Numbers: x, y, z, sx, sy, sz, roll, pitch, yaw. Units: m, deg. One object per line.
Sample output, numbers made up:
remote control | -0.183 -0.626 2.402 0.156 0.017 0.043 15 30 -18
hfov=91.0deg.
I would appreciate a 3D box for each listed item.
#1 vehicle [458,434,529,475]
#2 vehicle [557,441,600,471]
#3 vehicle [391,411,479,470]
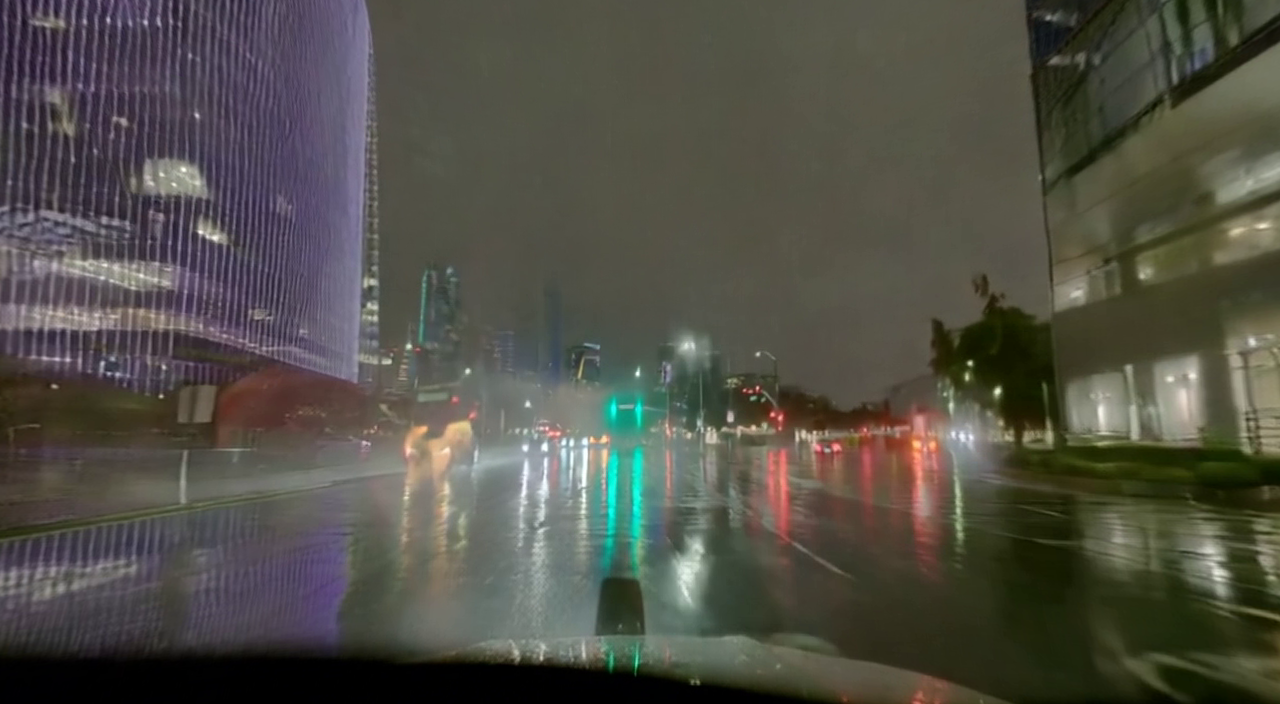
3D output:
vehicle | -7.144 5.057 31.245 2.204 1.844 4.766 0 -9 2
vehicle | -3.739 6.401 38.983 2.181 1.706 4.334 0 -9 1
vehicle | -12.773 5.702 40.049 2.887 3.366 7.454 0 -9 1
